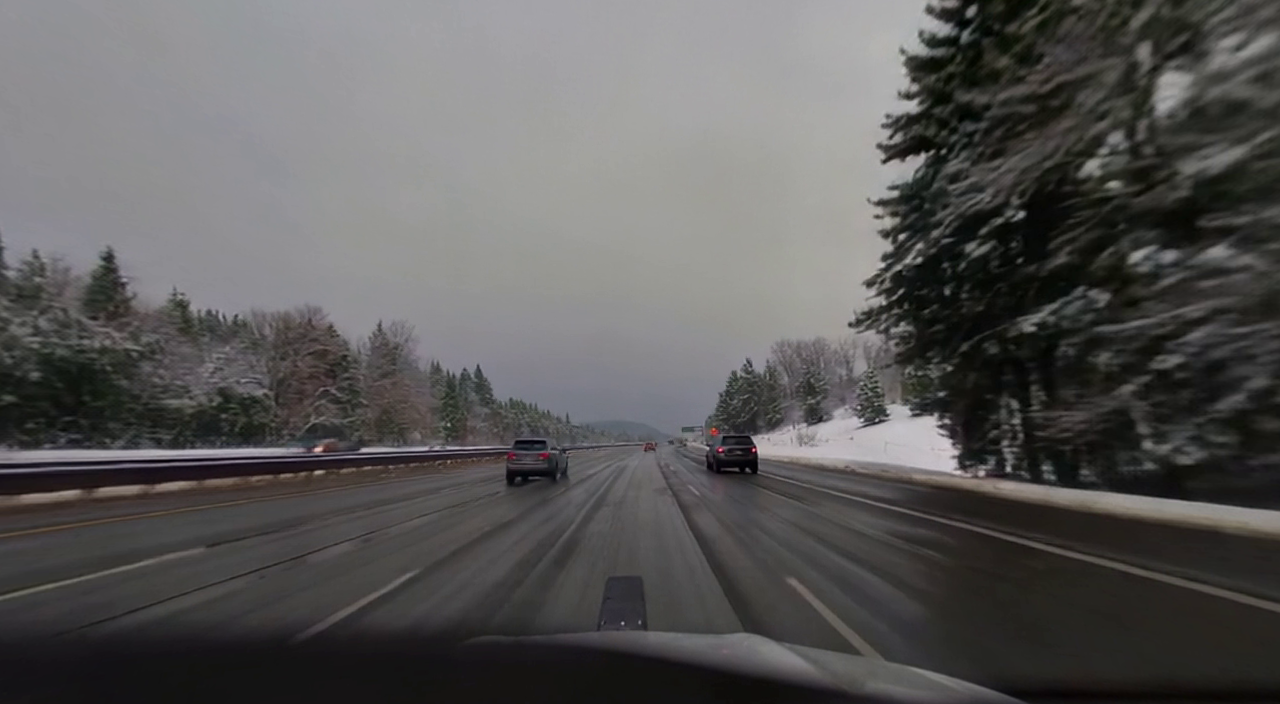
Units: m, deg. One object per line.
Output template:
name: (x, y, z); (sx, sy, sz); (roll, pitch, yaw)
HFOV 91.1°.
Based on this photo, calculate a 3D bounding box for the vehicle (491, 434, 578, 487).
vehicle: (-3.471, 3.663, 21.562); (2.166, 1.608, 4.297); (0, -8, 1)

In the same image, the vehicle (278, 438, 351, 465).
vehicle: (-20.924, 6.413, 40.583); (2.037, 1.623, 4.904); (0, -8, 1)

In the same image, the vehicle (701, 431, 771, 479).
vehicle: (3.900, 4.270, 26.303); (2.149, 1.796, 4.487); (0, -8, -1)
